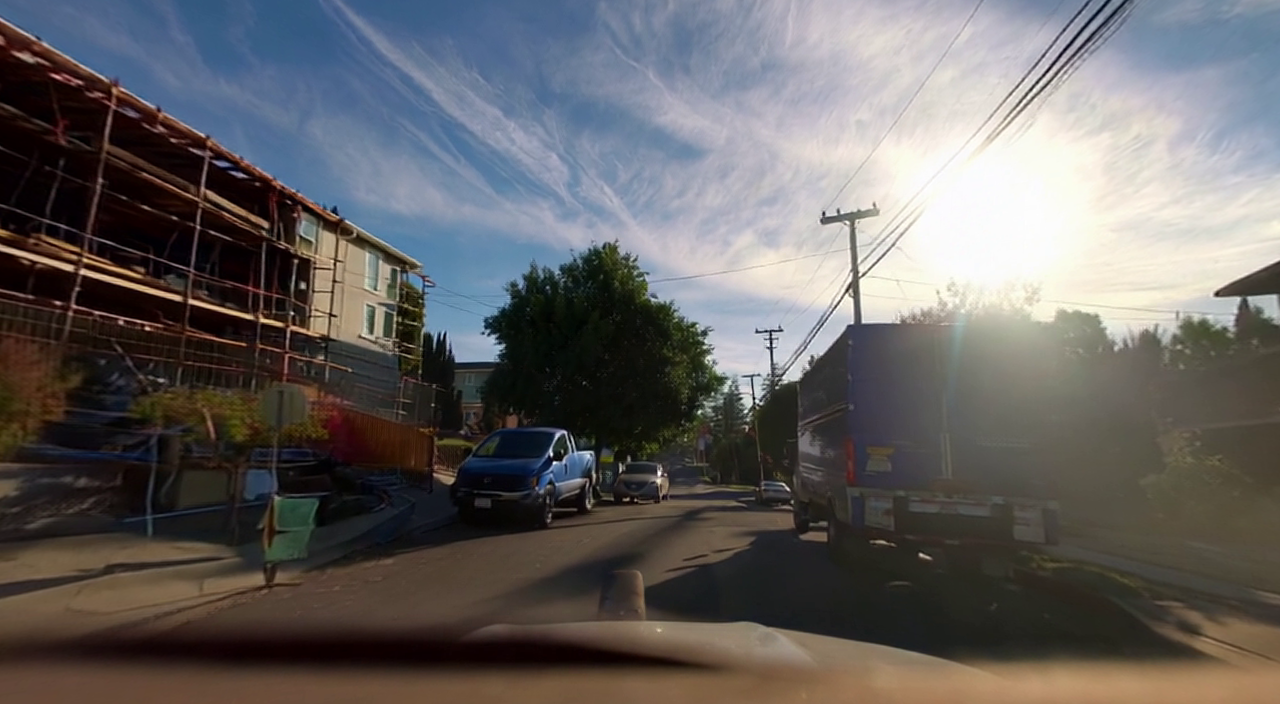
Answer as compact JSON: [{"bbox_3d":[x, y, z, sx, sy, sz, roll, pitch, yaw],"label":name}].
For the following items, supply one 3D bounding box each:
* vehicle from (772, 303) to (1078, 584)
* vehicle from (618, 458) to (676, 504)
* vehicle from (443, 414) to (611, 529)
[{"bbox_3d":[4.880,1.891,13.625,2.915,3.793,9.963,0,-8,6],"label":"vehicle"},{"bbox_3d":[0.440,6.066,30.078,2.257,1.916,5.089,-1,-9,7],"label":"vehicle"},{"bbox_3d":[-2.173,2.389,13.659,2.171,1.910,4.789,-2,-5,8],"label":"vehicle"}]
